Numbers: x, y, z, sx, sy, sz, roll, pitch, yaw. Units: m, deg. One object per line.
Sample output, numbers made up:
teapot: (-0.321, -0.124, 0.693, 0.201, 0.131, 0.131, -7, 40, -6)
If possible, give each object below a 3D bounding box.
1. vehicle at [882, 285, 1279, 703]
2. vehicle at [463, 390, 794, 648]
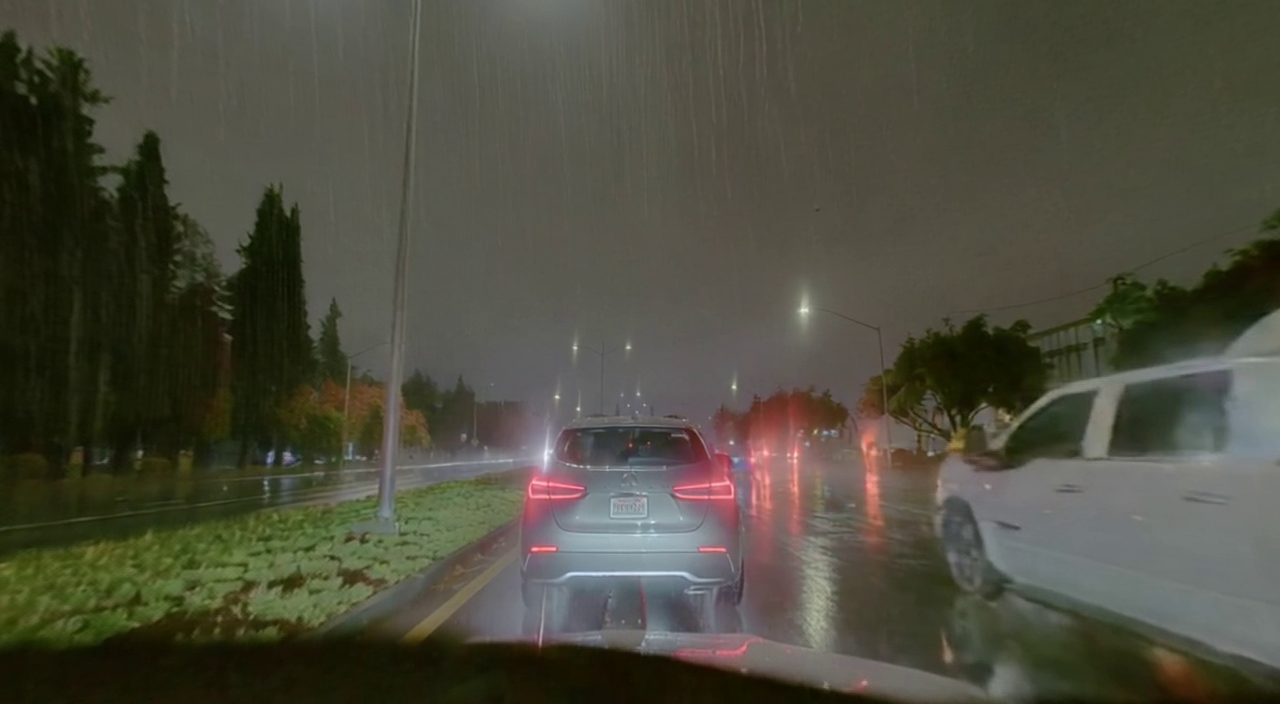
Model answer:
vehicle: (3.917, 0.881, 3.758, 2.440, 1.962, 6.363, 0, -8, 0)
vehicle: (-0.085, 1.403, 6.243, 2.172, 1.694, 4.055, 0, -8, 0)
